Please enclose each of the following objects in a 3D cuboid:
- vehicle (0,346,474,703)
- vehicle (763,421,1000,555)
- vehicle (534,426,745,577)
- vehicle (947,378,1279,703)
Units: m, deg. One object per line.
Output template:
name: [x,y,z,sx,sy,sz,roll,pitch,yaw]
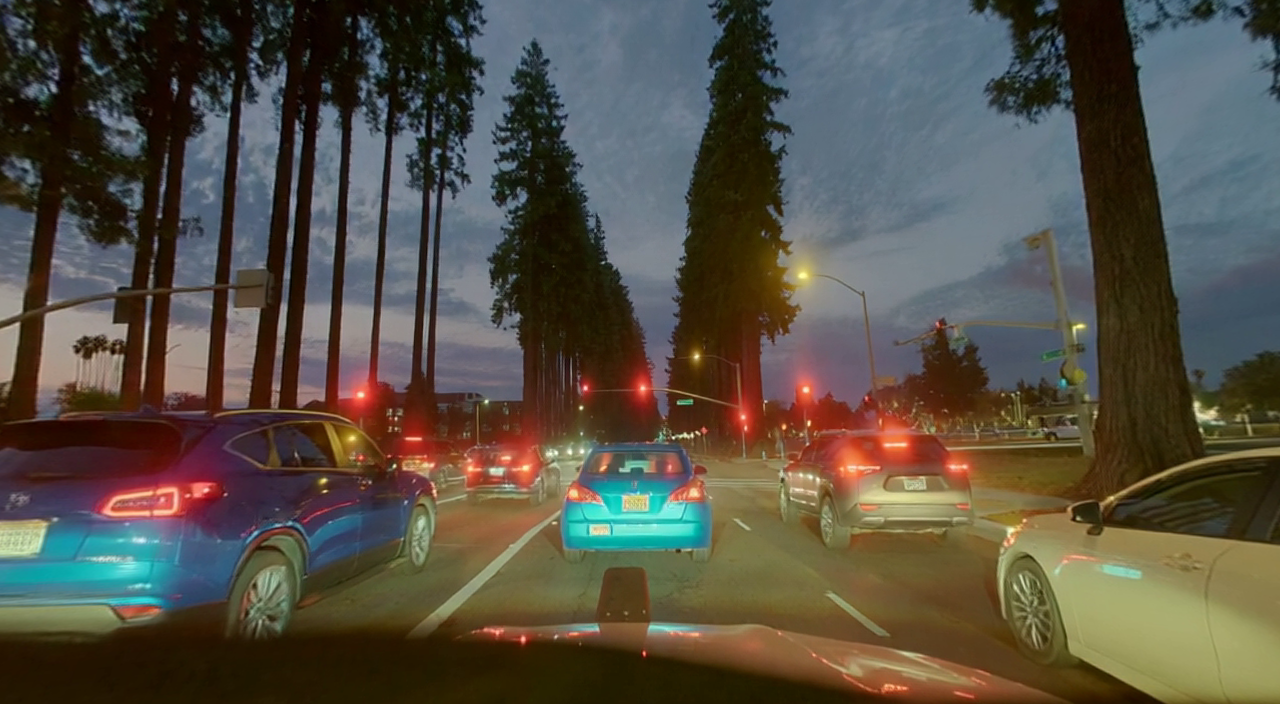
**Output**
vehicle: [-3.134,1.188,5.204,2.168,1.750,4.625,-1,-9,1]
vehicle: [3.435,2.020,10.081,2.040,1.647,4.379,0,-8,0]
vehicle: [-0.025,1.822,8.452,2.147,1.507,3.953,0,-8,-1]
vehicle: [3.323,0.966,2.829,1.899,1.588,3.888,0,-8,0]
